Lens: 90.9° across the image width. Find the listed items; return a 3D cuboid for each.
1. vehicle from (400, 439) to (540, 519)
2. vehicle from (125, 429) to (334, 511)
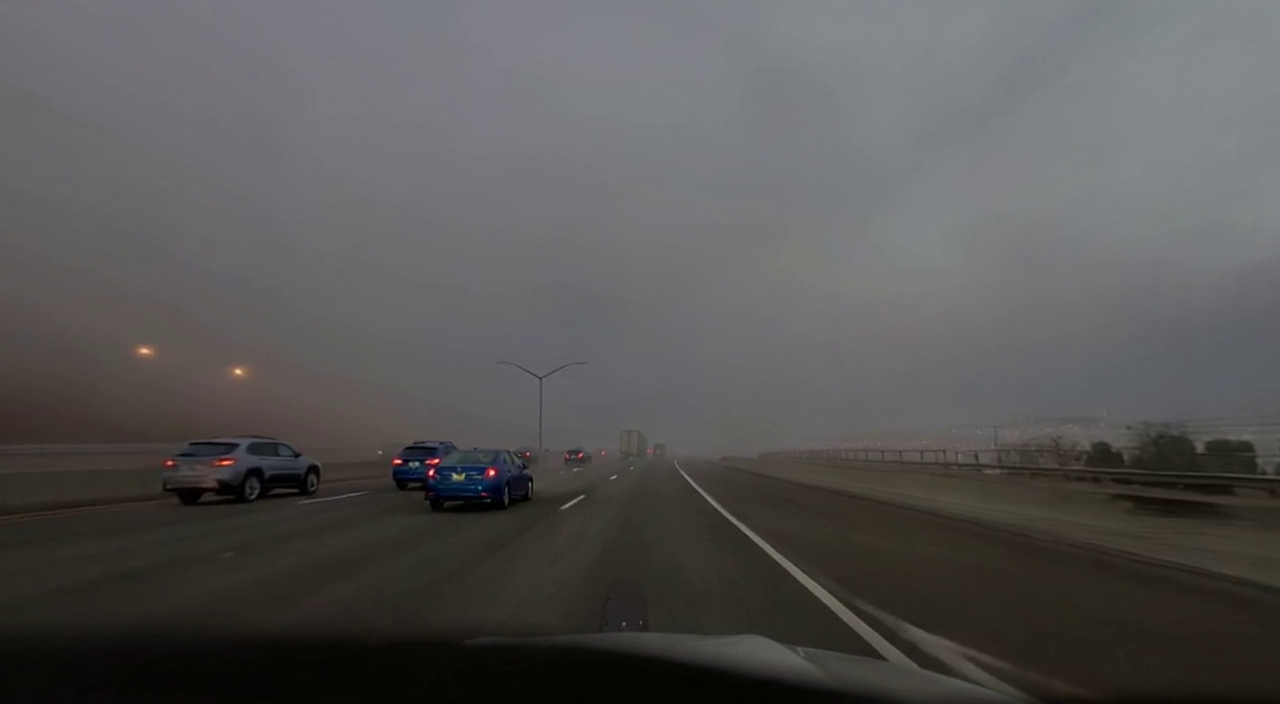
[{"bbox_3d":[-3.541,2.693,13.912,1.953,1.511,3.704,0,-8,2],"label":"vehicle"},{"bbox_3d":[-10.427,3.019,16.673,2.044,1.810,5.016,0,-8,2],"label":"vehicle"}]
